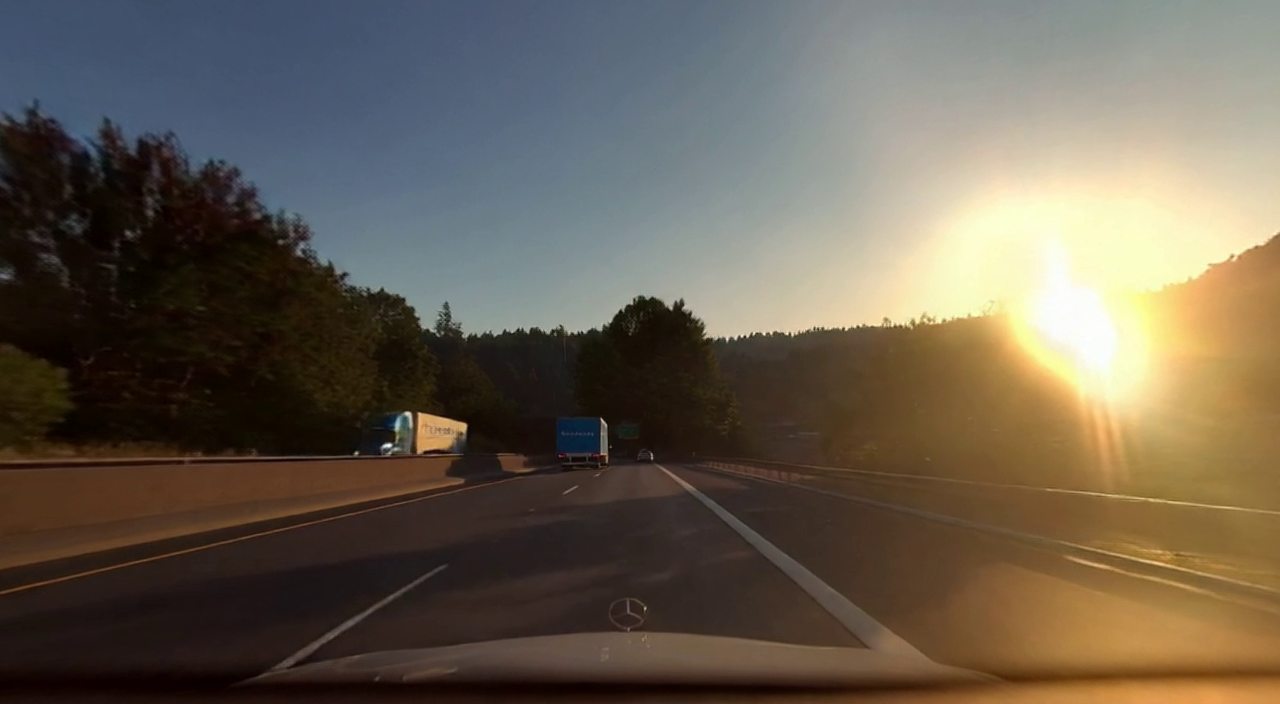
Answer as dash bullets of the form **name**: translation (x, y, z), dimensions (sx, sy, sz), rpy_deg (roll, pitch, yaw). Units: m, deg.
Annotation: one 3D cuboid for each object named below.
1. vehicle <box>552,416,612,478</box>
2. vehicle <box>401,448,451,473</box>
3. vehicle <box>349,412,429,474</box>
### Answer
- **vehicle**: translation (-3.147, 5.445, 36.070), dimensions (2.695, 3.151, 6.885), rpy_deg (0, -9, 0)
- **vehicle**: translation (-13.130, 6.664, 38.825), dimensions (1.777, 1.473, 3.648), rpy_deg (0, -9, 1)
- **vehicle**: translation (-17.255, 6.320, 43.743), dimensions (3.012, 3.971, 5.873), rpy_deg (0, -9, 0)
